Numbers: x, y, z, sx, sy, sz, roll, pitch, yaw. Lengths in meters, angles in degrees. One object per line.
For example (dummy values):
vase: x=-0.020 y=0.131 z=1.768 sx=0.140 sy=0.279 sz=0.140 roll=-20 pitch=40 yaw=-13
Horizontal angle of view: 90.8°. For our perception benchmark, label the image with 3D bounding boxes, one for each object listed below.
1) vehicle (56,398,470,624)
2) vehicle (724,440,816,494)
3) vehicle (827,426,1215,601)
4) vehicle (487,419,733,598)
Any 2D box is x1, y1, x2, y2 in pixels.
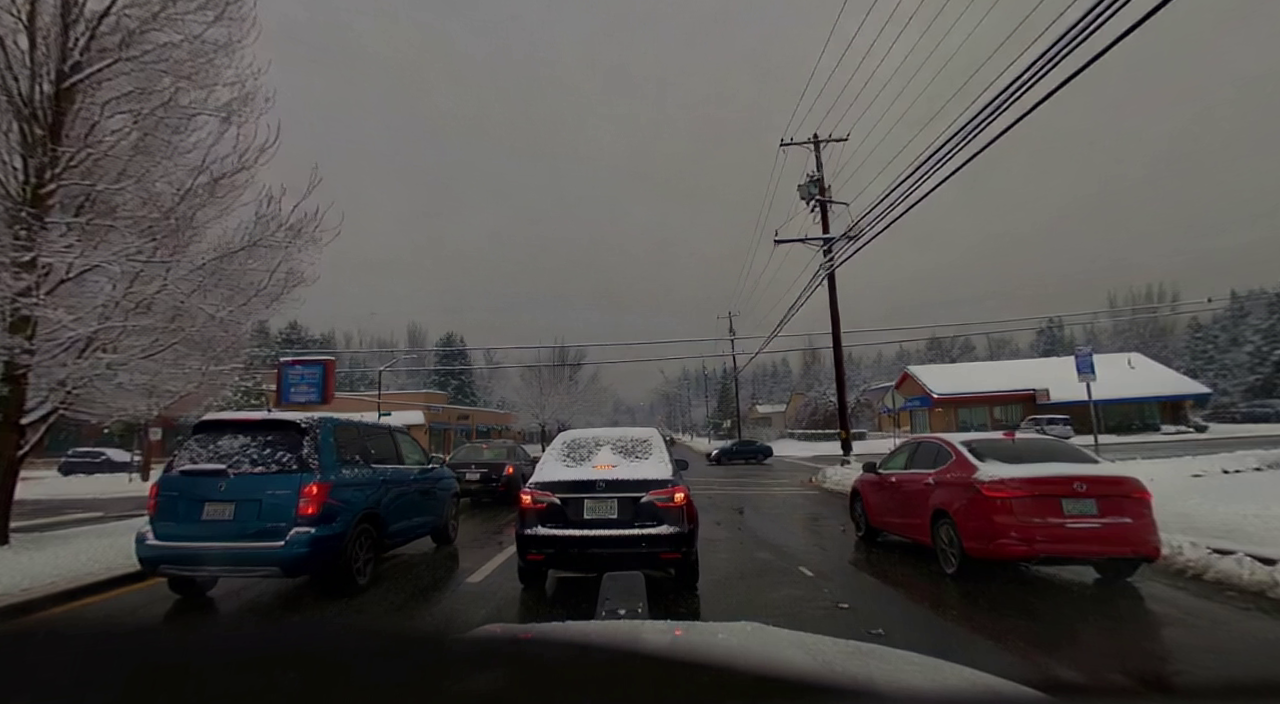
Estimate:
vehicle: x=-3.434 y=1.520 z=6.988 sx=1.979 sy=1.697 sz=4.254 roll=0 pitch=-9 yaw=-1
vehicle: x=3.824 y=3.435 z=19.299 sx=1.876 sy=1.456 sz=4.025 roll=0 pitch=-9 yaw=-1
vehicle: x=3.907 y=1.706 z=7.623 sx=1.909 sy=1.473 sz=4.361 roll=0 pitch=-9 yaw=-1
vehicle: x=-0.310 y=1.631 z=7.403 sx=2.097 sy=1.511 sz=3.809 roll=0 pitch=-9 yaw=-2
